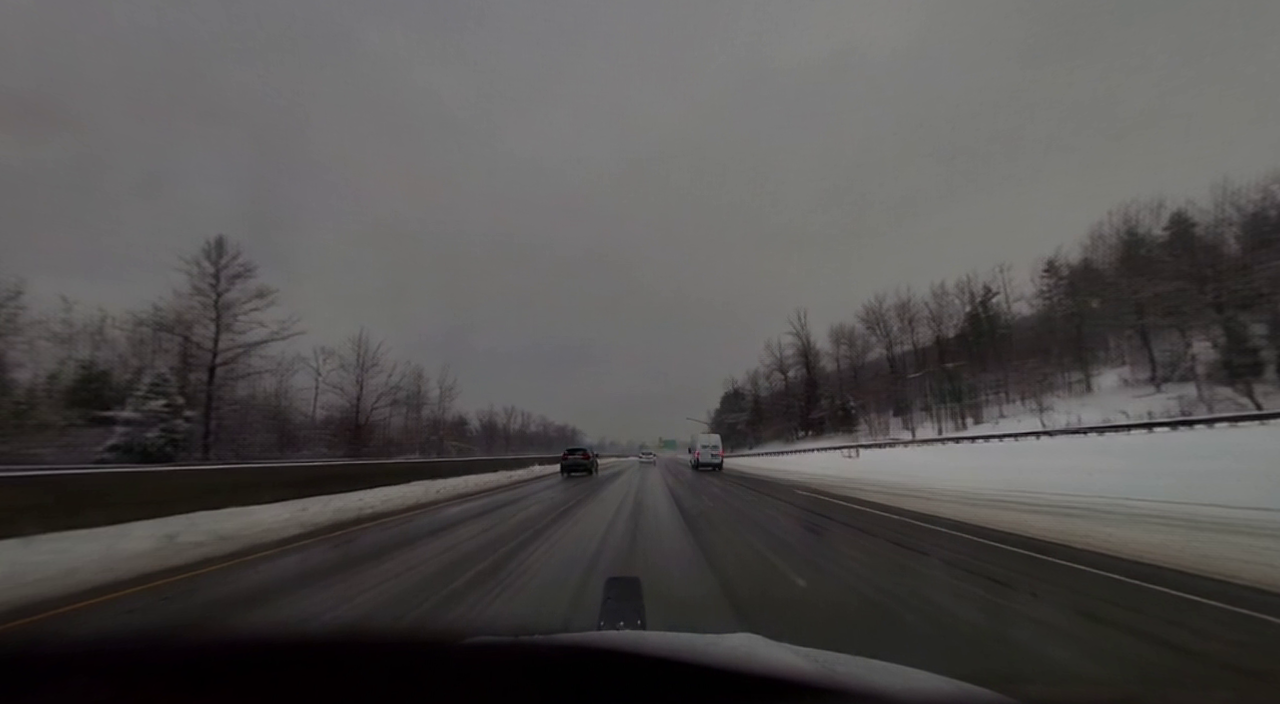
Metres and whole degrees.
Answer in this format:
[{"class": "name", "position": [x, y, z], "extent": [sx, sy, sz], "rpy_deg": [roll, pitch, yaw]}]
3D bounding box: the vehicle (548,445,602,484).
[{"class": "vehicle", "position": [-2.899, 5.137, 29.082], "extent": [1.964, 1.618, 4.489], "rpy_deg": [0, -9, 1]}]

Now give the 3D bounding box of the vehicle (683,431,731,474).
[{"class": "vehicle", "position": [4.288, 6.586, 41.241], "extent": [2.469, 2.591, 5.653], "rpy_deg": [0, -9, 0]}]

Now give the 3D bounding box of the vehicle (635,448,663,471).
[{"class": "vehicle", "position": [0.697, 8.402, 49.396], "extent": [2.108, 1.663, 3.159], "rpy_deg": [0, -9, 1]}]
